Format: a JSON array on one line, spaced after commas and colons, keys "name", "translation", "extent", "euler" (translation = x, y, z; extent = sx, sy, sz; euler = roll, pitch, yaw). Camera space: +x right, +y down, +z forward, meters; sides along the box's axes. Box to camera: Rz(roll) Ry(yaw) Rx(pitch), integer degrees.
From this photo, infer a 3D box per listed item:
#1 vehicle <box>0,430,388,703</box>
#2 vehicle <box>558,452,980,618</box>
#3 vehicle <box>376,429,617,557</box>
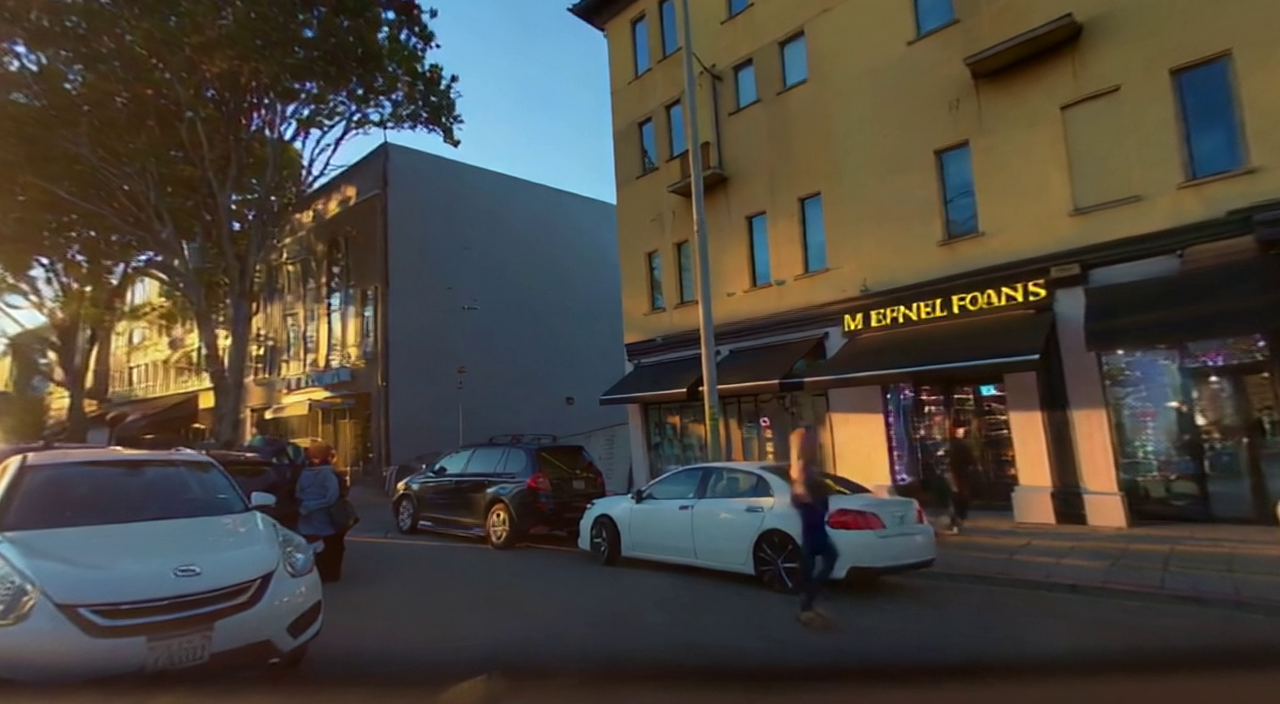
[{"name": "vehicle", "translation": [-3.650, 1.310, 4.255], "extent": [4.330, 1.458, 1.932], "euler": [-8, -12, 43]}, {"name": "vehicle", "translation": [1.321, 1.993, 7.919], "extent": [4.830, 1.421, 1.826], "euler": [-7, -11, 39]}, {"name": "vehicle", "translation": [-2.733, 2.394, 11.495], "extent": [4.580, 1.853, 1.862], "euler": [-7, -11, 40]}]
